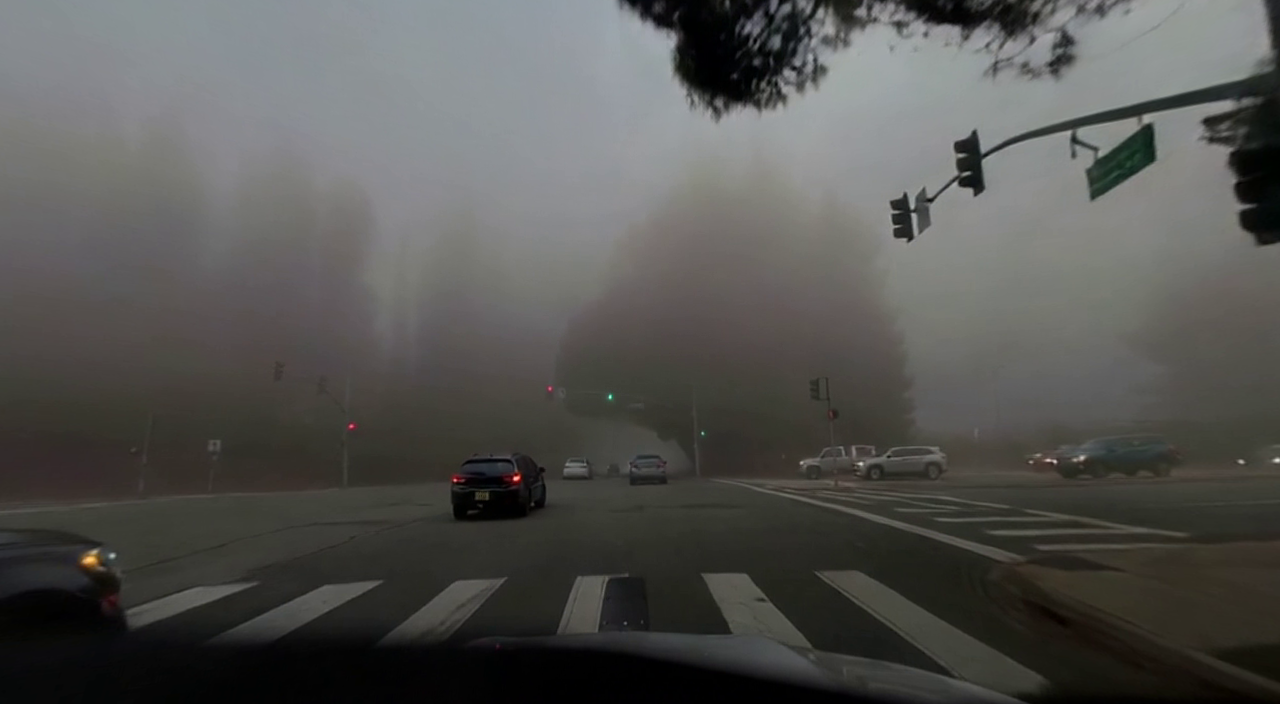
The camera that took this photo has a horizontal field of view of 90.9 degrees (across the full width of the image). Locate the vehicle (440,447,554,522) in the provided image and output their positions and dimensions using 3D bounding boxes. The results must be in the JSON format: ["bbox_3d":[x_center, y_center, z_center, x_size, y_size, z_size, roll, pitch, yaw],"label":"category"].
[{"bbox_3d":[-3.325,3.128,15.355,1.960,1.528,3.490,-1,-8,0],"label":"vehicle"}]

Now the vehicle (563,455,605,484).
[{"bbox_3d":[-3.281,6.975,37.730,2.013,1.474,4.393,-1,-8,1],"label":"vehicle"}]

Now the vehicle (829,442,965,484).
[{"bbox_3d":[11.029,4.816,27.316,4.875,1.473,2.077,-3,-11,-1],"label":"vehicle"}]

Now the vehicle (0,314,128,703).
[{"bbox_3d":[-3.199,0.514,0.164,2.190,1.766,4.649,-1,-8,0],"label":"vehicle"}]

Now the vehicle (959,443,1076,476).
[{"bbox_3d":[18.633,5.309,31.284,4.478,1.495,2.063,-1,-8,0],"label":"vehicle"}]

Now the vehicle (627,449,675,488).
[{"bbox_3d":[0.522,5.610,30.756,2.163,1.678,3.846,-1,-8,0],"label":"vehicle"}]

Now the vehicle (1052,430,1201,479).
[{"bbox_3d":[21.049,4.442,27.457,4.585,1.681,2.140,-4,-8,0],"label":"vehicle"}]
